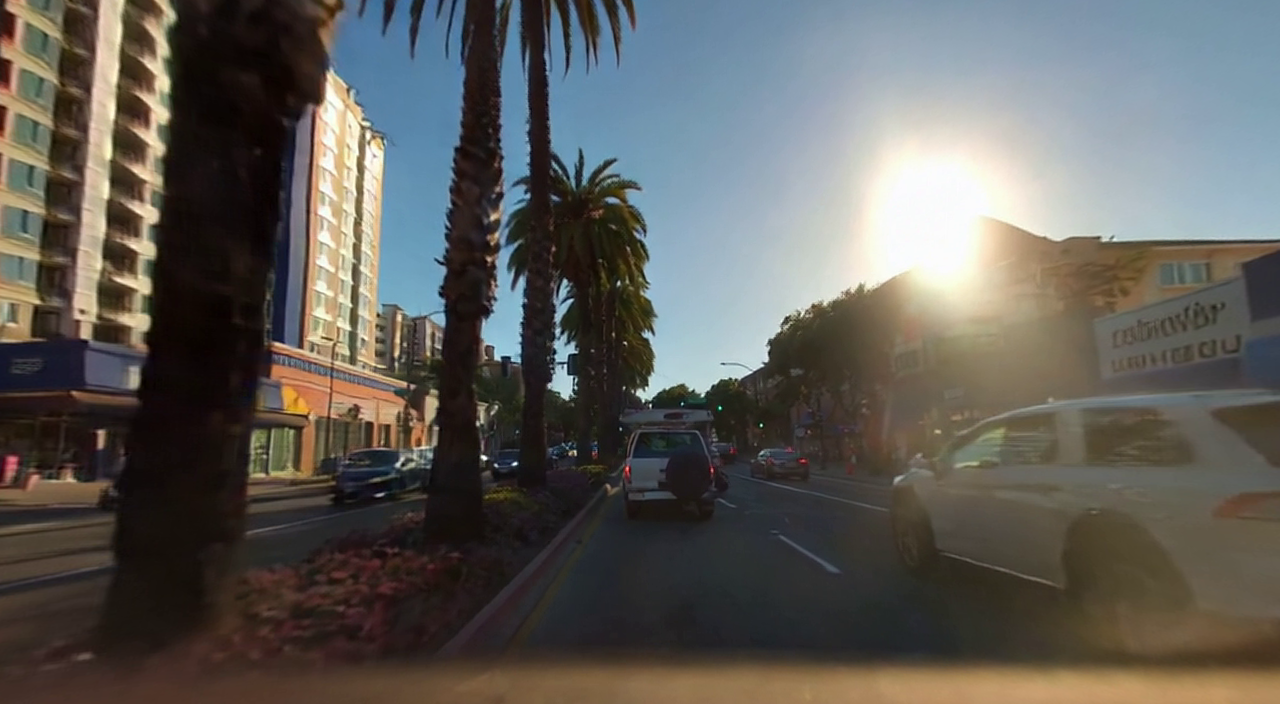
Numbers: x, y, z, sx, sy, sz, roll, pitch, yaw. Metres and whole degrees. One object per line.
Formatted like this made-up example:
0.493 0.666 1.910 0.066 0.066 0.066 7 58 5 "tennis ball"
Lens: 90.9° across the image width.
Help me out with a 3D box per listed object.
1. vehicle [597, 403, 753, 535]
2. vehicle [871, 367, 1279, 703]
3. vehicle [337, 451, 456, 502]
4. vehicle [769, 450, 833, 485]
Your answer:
0.608 2.303 12.966 2.487 2.115 5.444 0 -9 1 "vehicle"
4.047 1.297 5.445 2.283 1.738 4.916 0 -9 1 "vehicle"
-8.021 4.109 21.326 2.061 1.496 4.600 -1 -9 2 "vehicle"
7.675 5.512 30.485 1.958 1.523 4.553 0 -9 1 "vehicle"
